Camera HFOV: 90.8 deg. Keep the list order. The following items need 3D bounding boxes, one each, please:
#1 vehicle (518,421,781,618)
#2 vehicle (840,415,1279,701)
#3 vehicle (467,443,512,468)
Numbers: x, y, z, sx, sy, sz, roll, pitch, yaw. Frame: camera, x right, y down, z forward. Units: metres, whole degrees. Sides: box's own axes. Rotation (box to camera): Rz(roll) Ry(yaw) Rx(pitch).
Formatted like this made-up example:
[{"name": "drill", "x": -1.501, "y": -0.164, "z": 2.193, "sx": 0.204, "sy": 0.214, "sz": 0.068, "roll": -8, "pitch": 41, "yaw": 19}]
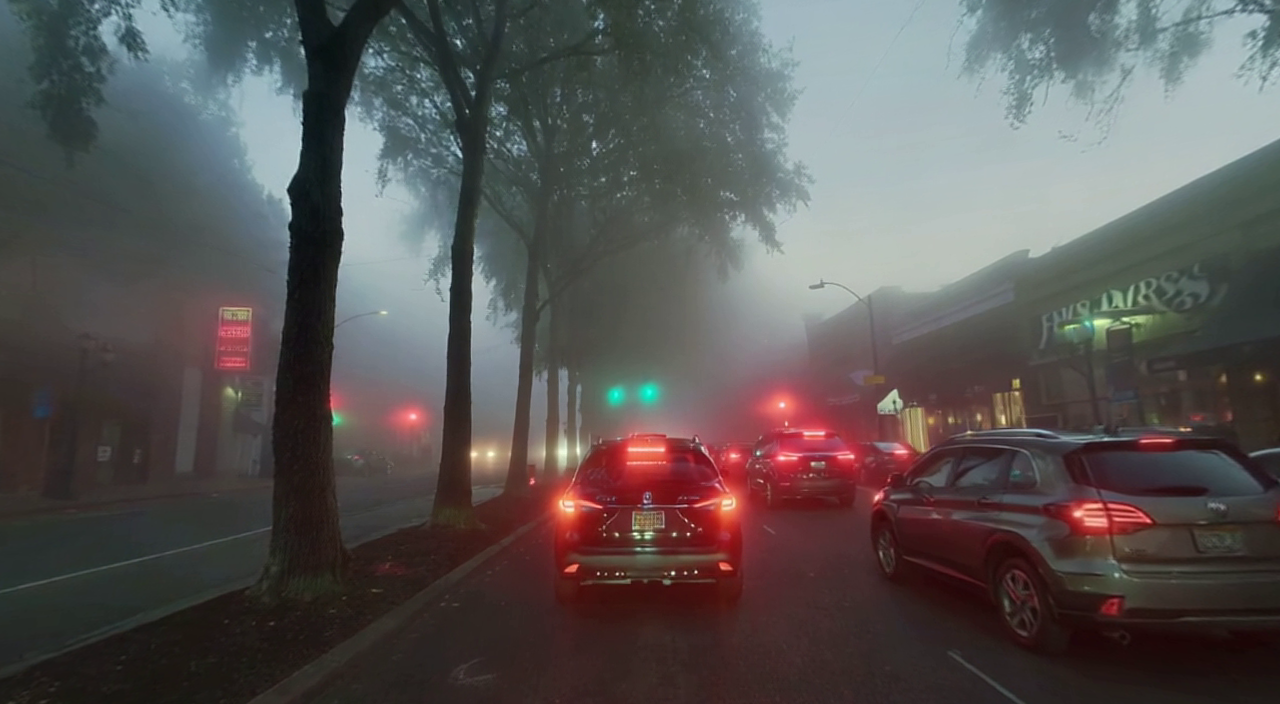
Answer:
[{"name": "vehicle", "x": 0.060, "y": 1.557, "z": 6.691, "sx": 2.006, "sy": 1.487, "sz": 3.535, "roll": 0, "pitch": -9, "yaw": 0}, {"name": "vehicle", "x": 3.396, "y": 1.395, "z": 5.467, "sx": 1.988, "sy": 1.480, "sz": 4.195, "roll": 0, "pitch": -9, "yaw": 1}, {"name": "vehicle", "x": -11.086, "y": 7.675, "z": 46.924, "sx": 2.042, "sy": 1.749, "sz": 4.629, "roll": -1, "pitch": -9, "yaw": 2}]
